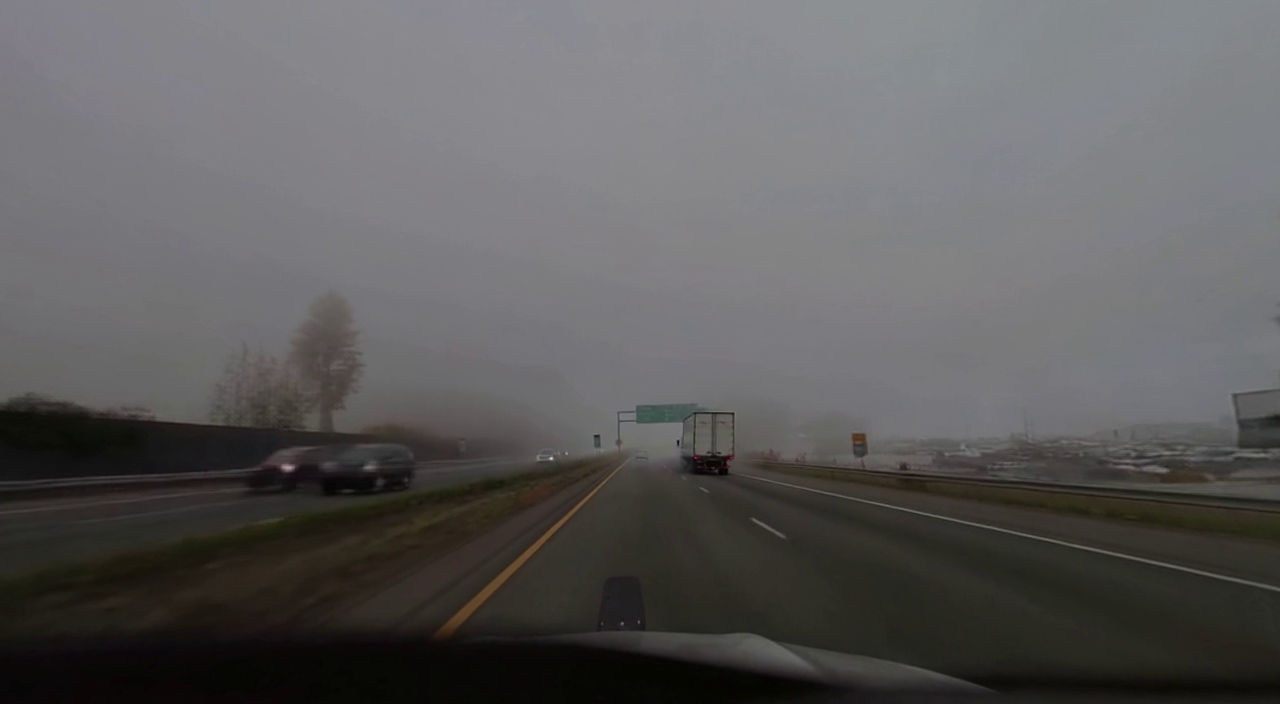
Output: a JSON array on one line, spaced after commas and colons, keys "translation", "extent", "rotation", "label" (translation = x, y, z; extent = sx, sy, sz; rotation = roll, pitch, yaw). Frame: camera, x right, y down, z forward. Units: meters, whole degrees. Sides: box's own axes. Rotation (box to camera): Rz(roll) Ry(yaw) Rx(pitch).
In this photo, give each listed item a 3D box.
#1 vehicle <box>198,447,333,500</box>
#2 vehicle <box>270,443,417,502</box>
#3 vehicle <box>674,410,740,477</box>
[{"translation": [-12.461, 4.031, 21.370], "extent": [1.909, 1.583, 4.285], "rotation": [0, -9, 0], "label": "vehicle"}, {"translation": [-8.783, 3.590, 19.217], "extent": [2.213, 1.567, 4.564], "rotation": [0, -9, 1], "label": "vehicle"}, {"translation": [4.455, 6.623, 45.616], "extent": [3.038, 4.047, 13.741], "rotation": [0, -9, -1], "label": "vehicle"}]
